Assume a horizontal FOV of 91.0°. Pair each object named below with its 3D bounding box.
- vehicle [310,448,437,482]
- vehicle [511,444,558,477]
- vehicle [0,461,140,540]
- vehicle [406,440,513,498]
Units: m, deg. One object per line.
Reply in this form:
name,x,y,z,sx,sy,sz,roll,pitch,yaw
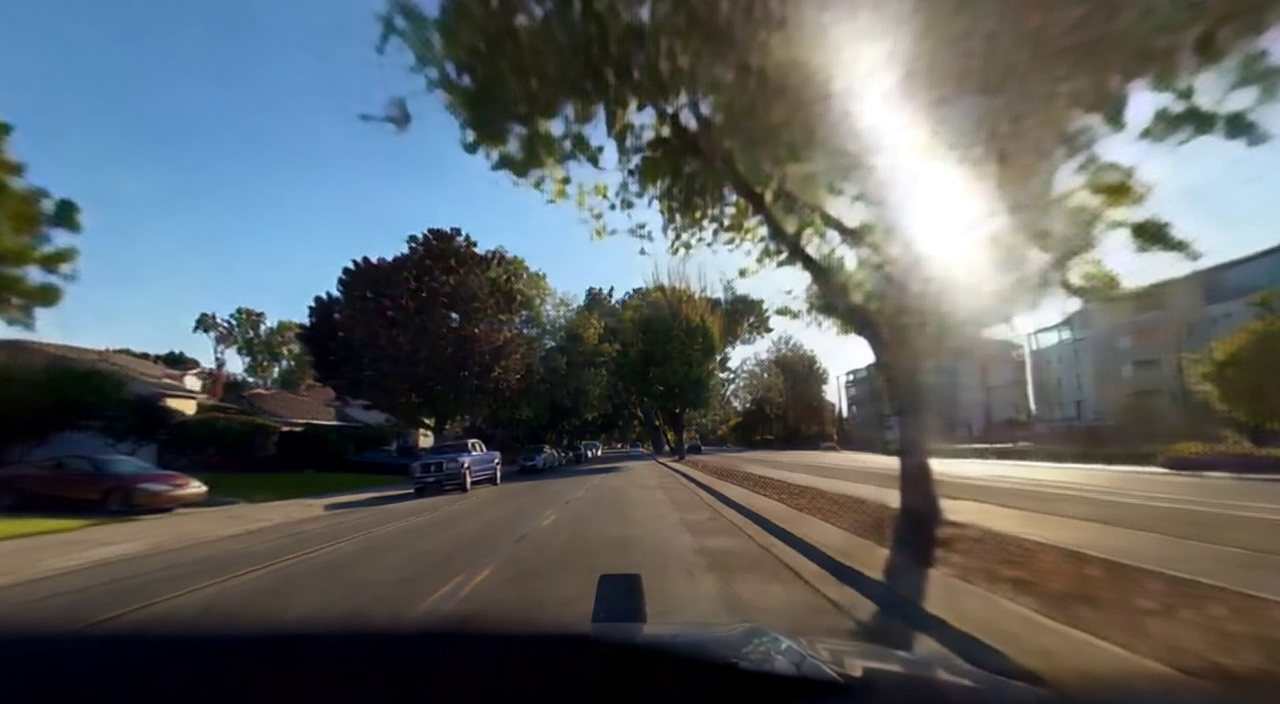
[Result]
vehicle,-14.075,6.013,33.544,5.742,1.668,2.296,1,-8,-3
vehicle,-6.626,6.849,40.062,2.020,1.842,5.116,1,-8,1
vehicle,-13.639,3.093,13.467,4.116,1.393,2.016,2,-9,1
vehicle,-6.566,4.271,23.702,2.350,1.892,5.542,1,-8,0
